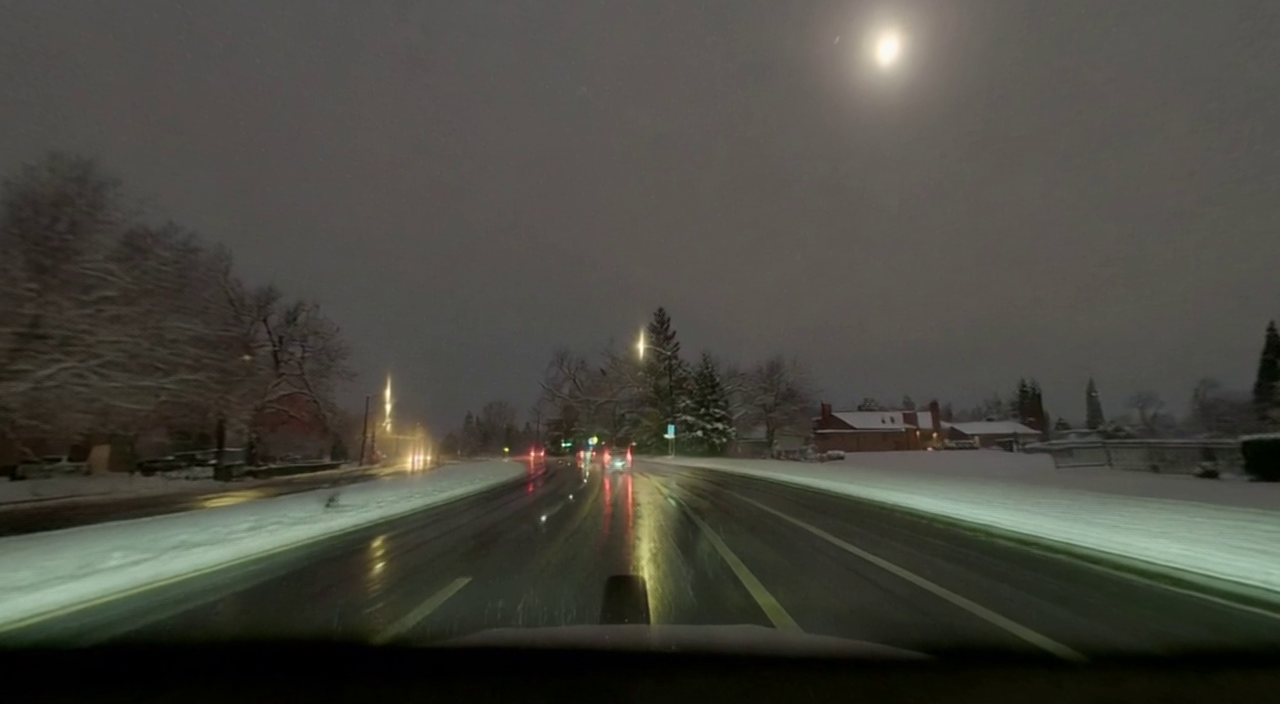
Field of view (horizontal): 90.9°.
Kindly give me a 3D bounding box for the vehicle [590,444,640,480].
[{"bbox_3d":[-1.187,4.846,28.191,2.009,1.456,4.003,1,-8,-5],"label":"vehicle"}]
